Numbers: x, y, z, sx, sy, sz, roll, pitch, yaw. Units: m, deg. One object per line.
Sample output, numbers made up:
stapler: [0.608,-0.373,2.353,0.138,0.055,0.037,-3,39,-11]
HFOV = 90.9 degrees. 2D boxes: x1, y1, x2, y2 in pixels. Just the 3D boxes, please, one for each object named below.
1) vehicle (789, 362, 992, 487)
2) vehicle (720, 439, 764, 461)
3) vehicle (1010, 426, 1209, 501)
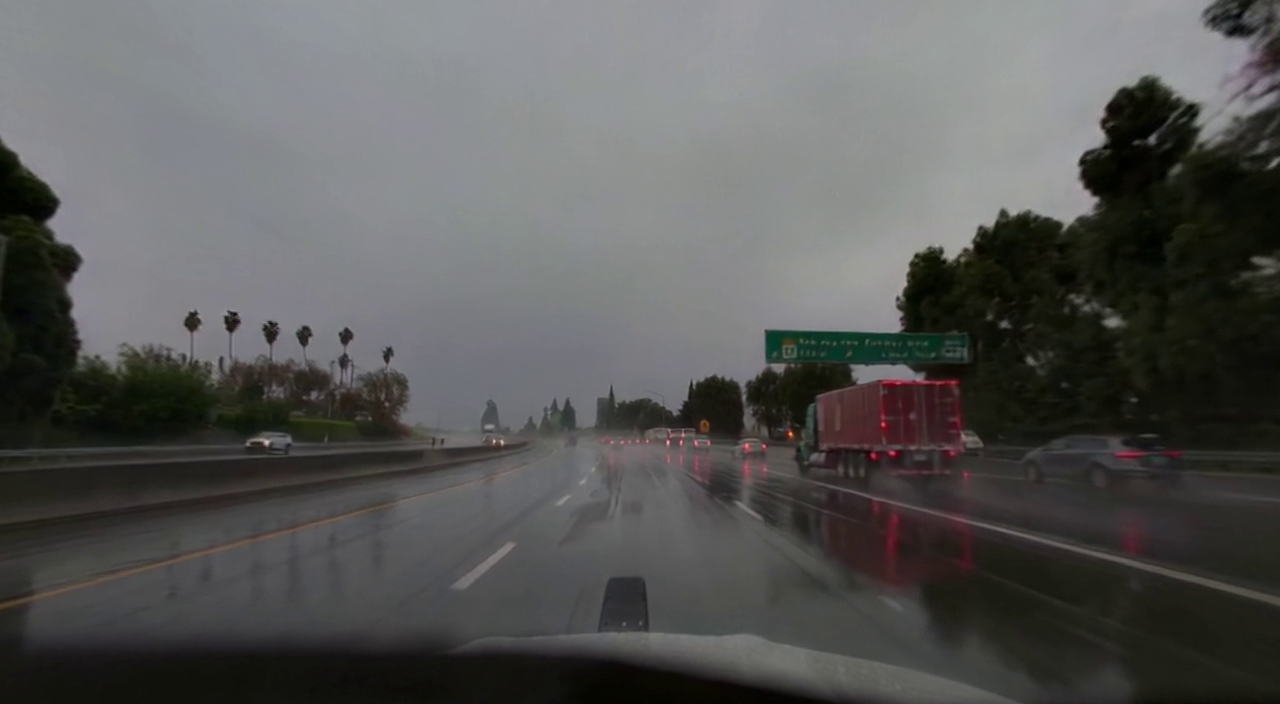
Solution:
vehicle: [8.152,2.715,22.553,2.919,3.482,9.838,0,-8,-2]
vehicle: [7.261,7.047,45.495,2.092,1.478,4.647,0,-8,-4]
vehicle: [12.945,3.082,17.873,2.032,1.827,4.501,0,-8,-2]
